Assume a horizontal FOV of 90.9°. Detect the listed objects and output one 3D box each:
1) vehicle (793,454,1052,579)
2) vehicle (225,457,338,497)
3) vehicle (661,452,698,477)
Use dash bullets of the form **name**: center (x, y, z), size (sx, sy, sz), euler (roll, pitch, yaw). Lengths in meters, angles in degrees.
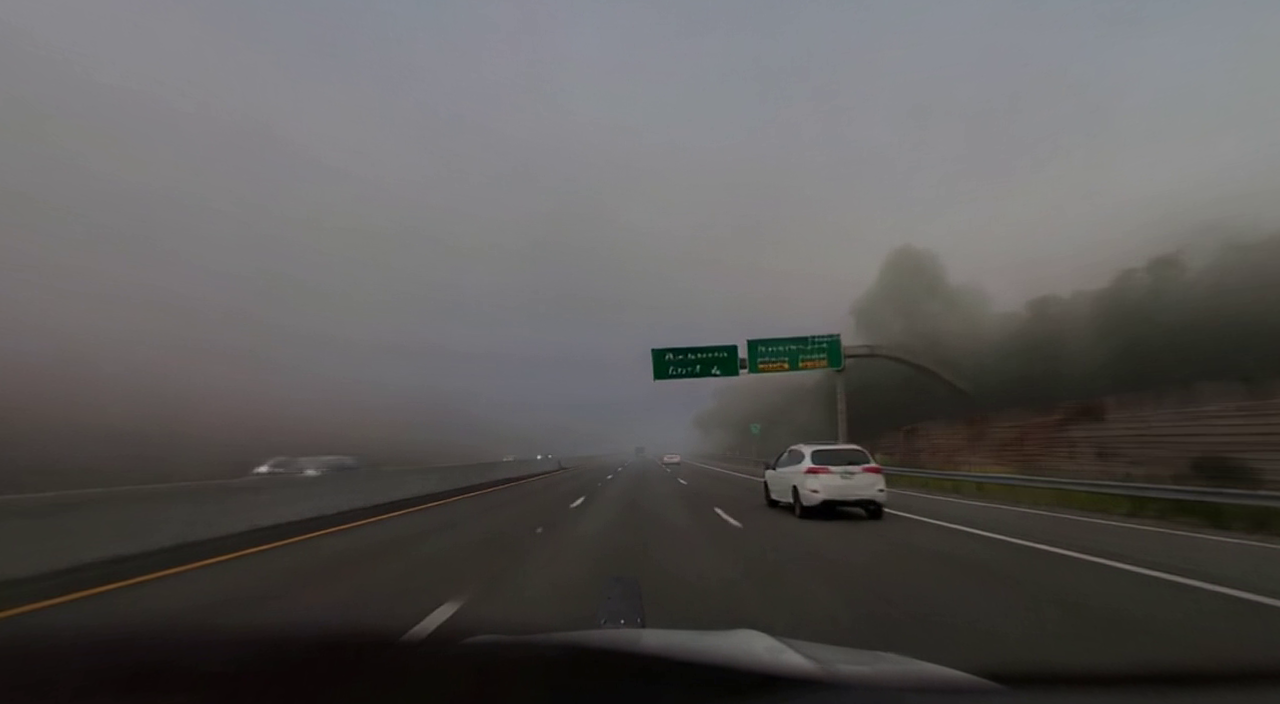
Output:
- **vehicle**: center (3.518, 2.076, 8.645), size (1.883, 1.320, 3.386), euler (0, -9, -2)
- **vehicle**: center (-15.059, 5.243, 26.815), size (1.960, 1.474, 4.630), euler (-1, -9, 2)
- **vehicle**: center (2.356, 6.867, 38.729), size (2.065, 1.400, 4.028), euler (0, -9, 0)
